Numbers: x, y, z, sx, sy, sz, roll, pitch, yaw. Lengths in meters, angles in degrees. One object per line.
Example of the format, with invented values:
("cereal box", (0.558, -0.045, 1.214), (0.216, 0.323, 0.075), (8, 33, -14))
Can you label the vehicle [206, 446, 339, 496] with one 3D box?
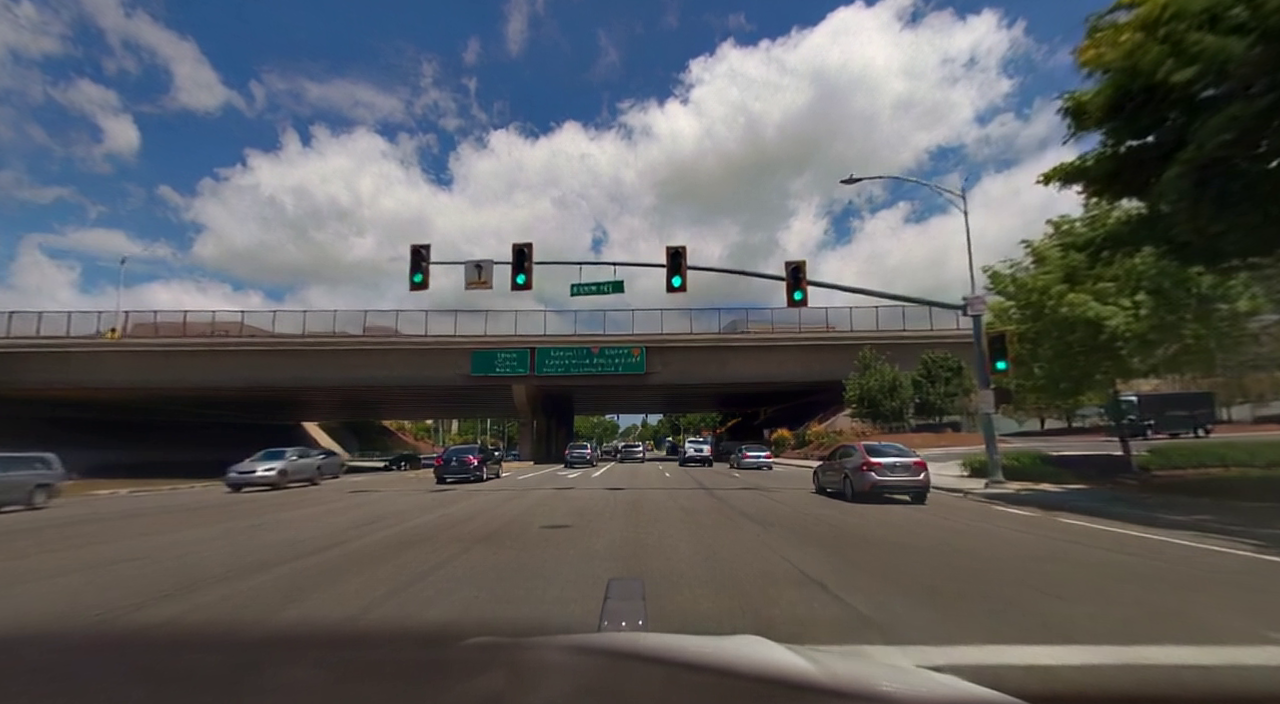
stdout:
("vehicle", (-12.245, 3.945, 21.303), (1.802, 1.478, 4.391), (0, -8, 1))

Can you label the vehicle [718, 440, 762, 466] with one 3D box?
("vehicle", (6.188, 6.311, 39.459), (1.924, 1.527, 4.268), (0, -8, -2))

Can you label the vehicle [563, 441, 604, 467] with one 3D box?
("vehicle", (-3.334, 6.152, 37.903), (2.041, 1.466, 4.212), (0, -8, 0))

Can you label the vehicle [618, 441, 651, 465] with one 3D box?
("vehicle", (-0.372, 6.562, 40.789), (2.026, 1.453, 3.780), (0, -8, 0))

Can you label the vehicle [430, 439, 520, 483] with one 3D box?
("vehicle", (-5.962, 3.987, 23.284), (2.070, 1.488, 4.376), (0, -8, 1))

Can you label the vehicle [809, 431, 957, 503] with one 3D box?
("vehicle", (6.210, 2.988, 16.752), (2.056, 1.624, 4.498), (0, -8, -1))

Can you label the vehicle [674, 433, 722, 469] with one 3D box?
("vehicle", (3.005, 5.273, 33.463), (2.034, 1.762, 4.420), (0, -8, -1))

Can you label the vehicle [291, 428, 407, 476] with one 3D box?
("vehicle", (-19.199, 6.725, 42.437), (3.019, 2.822, 10.028), (0, -8, 0))
